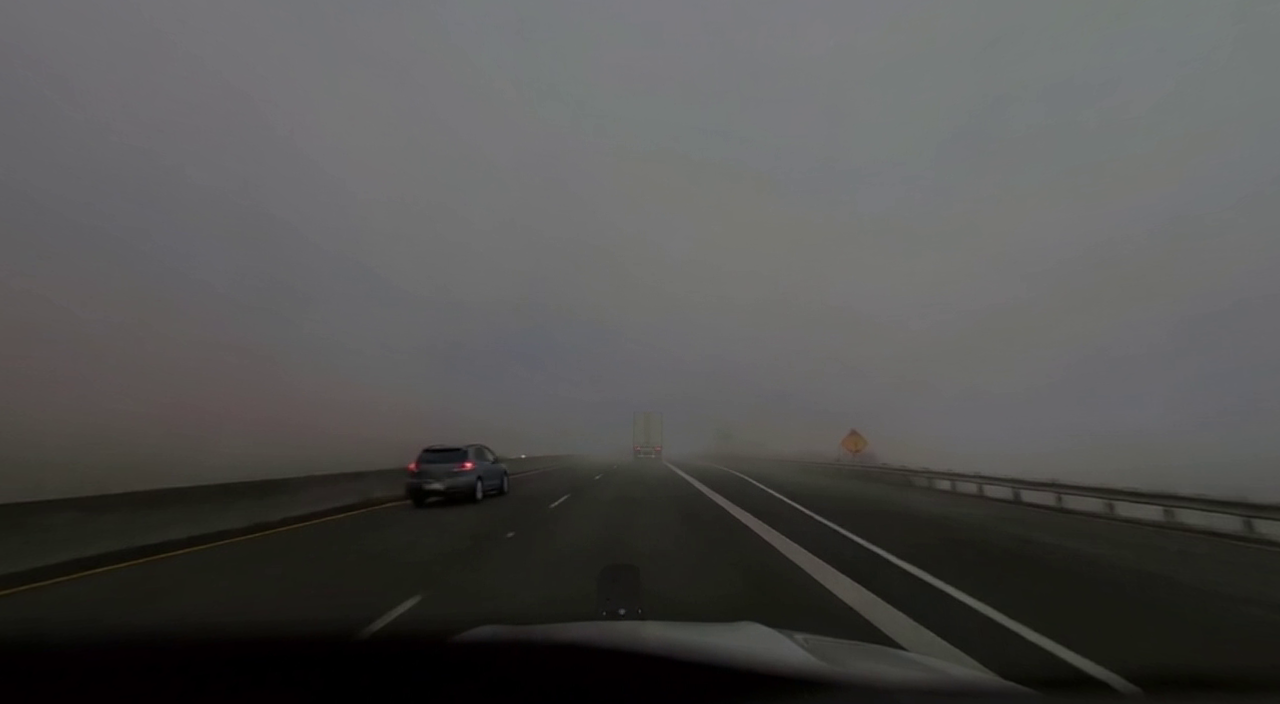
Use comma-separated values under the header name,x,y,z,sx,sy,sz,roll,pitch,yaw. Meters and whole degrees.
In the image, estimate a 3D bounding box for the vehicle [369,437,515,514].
name,x,y,z,sx,sy,sz,roll,pitch,yaw
vehicle,-4.754,3.046,16.078,2.016,1.636,4.964,0,-9,1
